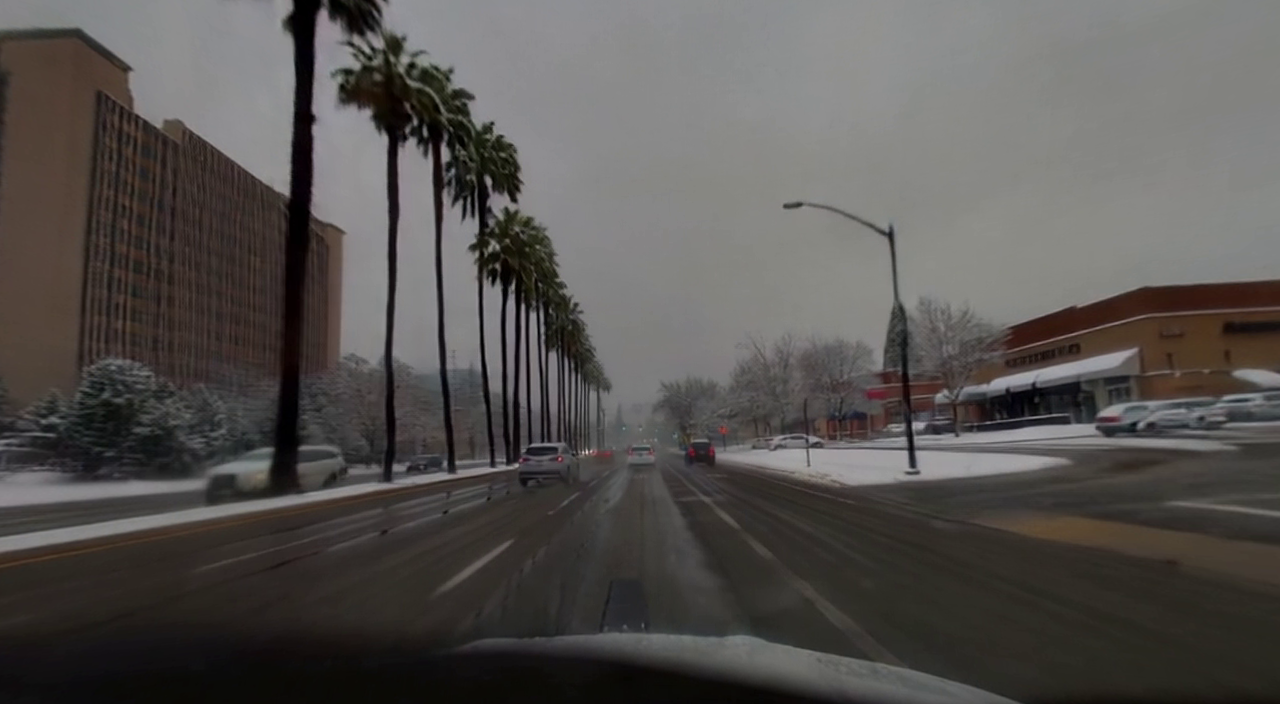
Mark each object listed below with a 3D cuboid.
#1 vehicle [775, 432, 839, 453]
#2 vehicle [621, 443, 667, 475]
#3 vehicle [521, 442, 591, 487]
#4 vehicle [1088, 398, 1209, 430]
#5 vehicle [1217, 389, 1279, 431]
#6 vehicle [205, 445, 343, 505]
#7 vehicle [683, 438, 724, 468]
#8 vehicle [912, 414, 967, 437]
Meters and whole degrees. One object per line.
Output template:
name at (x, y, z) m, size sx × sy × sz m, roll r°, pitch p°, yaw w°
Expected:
vehicle at (12.910, 6.974, 48.698) m, size 4.749 × 1.457 × 1.806 m, roll 3°, pitch -11°, yaw -28°
vehicle at (0.192, 5.375, 31.988) m, size 2.147 × 1.507 × 3.953 m, roll 0°, pitch -8°, yaw 0°
vehicle at (-3.000, 4.133, 23.516) m, size 1.908 × 1.505 × 4.369 m, roll -1°, pitch -8°, yaw 2°
vehicle at (27.738, 3.458, 34.554) m, size 1.663 × 1.499 × 4.774 m, roll 5°, pitch -10°, yaw -31°
vehicle at (24.277, 2.315, 24.508) m, size 1.815 × 1.441 × 3.985 m, roll -6°, pitch -10°, yaw 30°
vehicle at (-11.630, 3.882, 20.431) m, size 1.886 × 1.706 × 4.209 m, roll 0°, pitch -8°, yaw 1°
vehicle at (4.012, 6.507, 40.715) m, size 2.108 × 1.785 × 4.334 m, roll 0°, pitch -8°, yaw -1°
vehicle at (23.715, 5.883, 49.901) m, size 4.448 × 1.701 × 1.954 m, roll 6°, pitch -10°, yaw -36°
